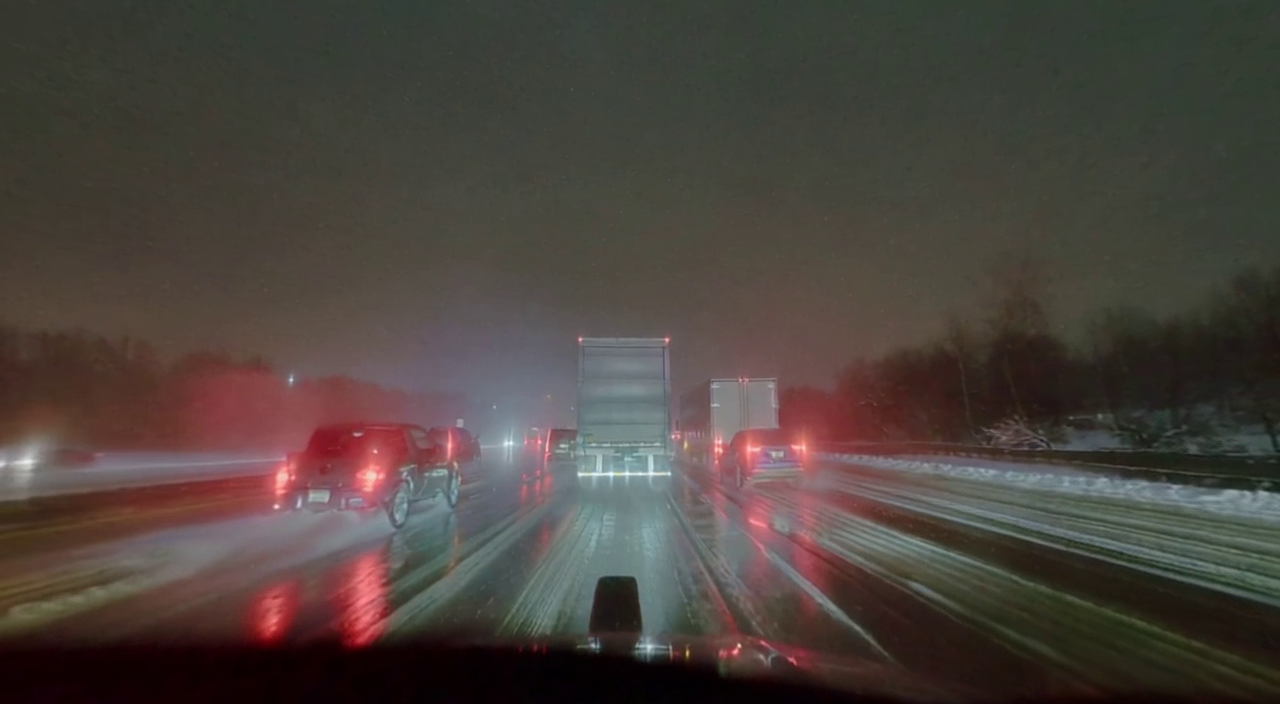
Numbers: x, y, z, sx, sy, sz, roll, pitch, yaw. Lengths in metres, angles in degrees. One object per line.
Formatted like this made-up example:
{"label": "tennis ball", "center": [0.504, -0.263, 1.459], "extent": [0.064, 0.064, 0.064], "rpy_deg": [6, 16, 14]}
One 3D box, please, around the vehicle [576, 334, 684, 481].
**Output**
{"label": "vehicle", "center": [-0.384, 2.170, 22.298], "extent": [2.938, 4.033, 9.980], "rpy_deg": [0, -8, -1]}

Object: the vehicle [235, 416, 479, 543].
{"label": "vehicle", "center": [-3.883, 1.788, 9.485], "extent": [1.882, 1.493, 3.828], "rpy_deg": [0, -8, 0]}

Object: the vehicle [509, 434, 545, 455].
{"label": "vehicle", "center": [-8.611, 7.070, 48.294], "extent": [2.019, 1.471, 4.347], "rpy_deg": [0, -8, 0]}

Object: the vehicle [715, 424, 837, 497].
{"label": "vehicle", "center": [3.118, 2.567, 15.316], "extent": [1.976, 1.513, 4.065], "rpy_deg": [0, -8, -1]}

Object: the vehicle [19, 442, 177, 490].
{"label": "vehicle", "center": [-20.204, 4.221, 23.760], "extent": [1.832, 1.539, 4.650], "rpy_deg": [0, -8, 0]}

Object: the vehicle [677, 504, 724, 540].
{"label": "vehicle", "center": [4.060, 11.483, 42.643], "extent": [2.835, 2.000, 2.696], "rpy_deg": [0, -7, -2]}

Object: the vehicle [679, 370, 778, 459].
{"label": "vehicle", "center": [4.354, 3.868, 35.058], "extent": [2.863, 3.936, 14.058], "rpy_deg": [1, -9, -3]}

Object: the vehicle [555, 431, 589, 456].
{"label": "vehicle", "center": [-4.705, 6.389, 44.047], "extent": [1.986, 1.612, 4.155], "rpy_deg": [0, -8, -1]}
